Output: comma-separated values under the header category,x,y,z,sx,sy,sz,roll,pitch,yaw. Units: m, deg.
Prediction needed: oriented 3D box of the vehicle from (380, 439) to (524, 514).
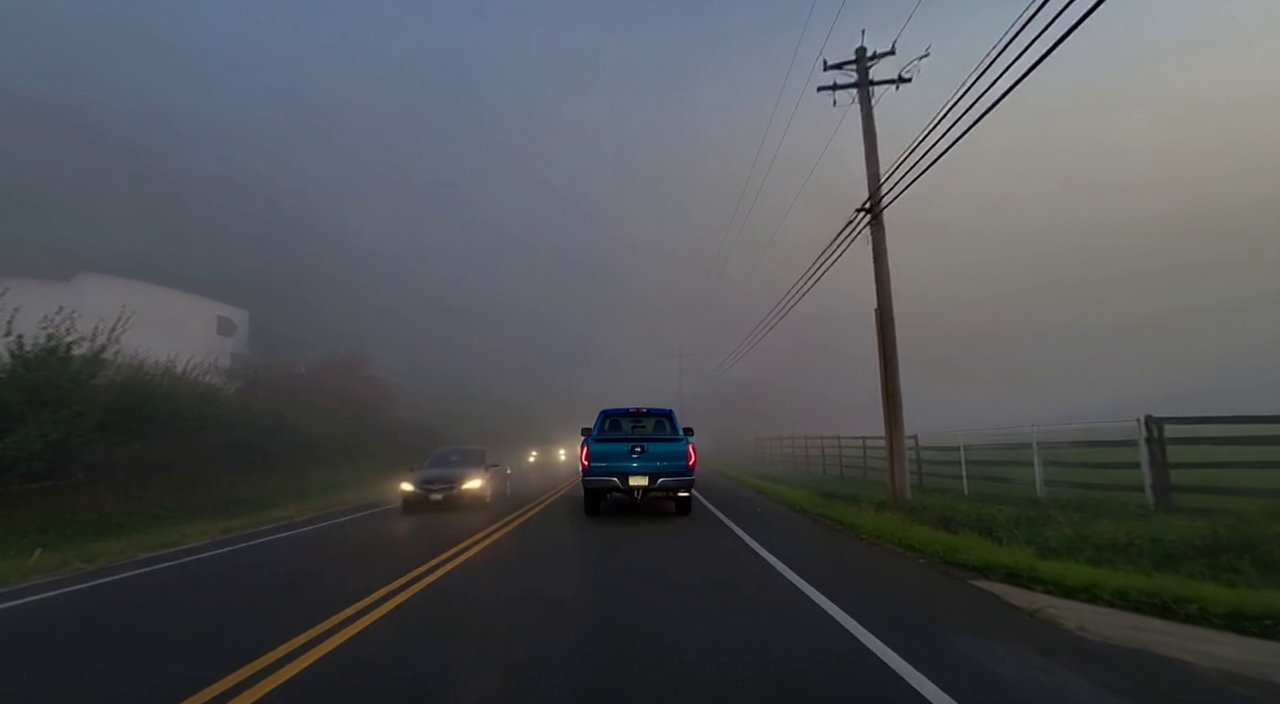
category,x,y,z,sx,sy,sz,roll,pitch,yaw
vehicle,-4.080,2.766,14.563,1.974,1.455,4.289,0,-8,0

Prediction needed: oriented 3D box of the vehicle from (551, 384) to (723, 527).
category,x,y,z,sx,sy,sz,roll,pitch,yaw
vehicle,-0.087,2.062,12.955,2.693,2.223,5.885,0,-8,-1
